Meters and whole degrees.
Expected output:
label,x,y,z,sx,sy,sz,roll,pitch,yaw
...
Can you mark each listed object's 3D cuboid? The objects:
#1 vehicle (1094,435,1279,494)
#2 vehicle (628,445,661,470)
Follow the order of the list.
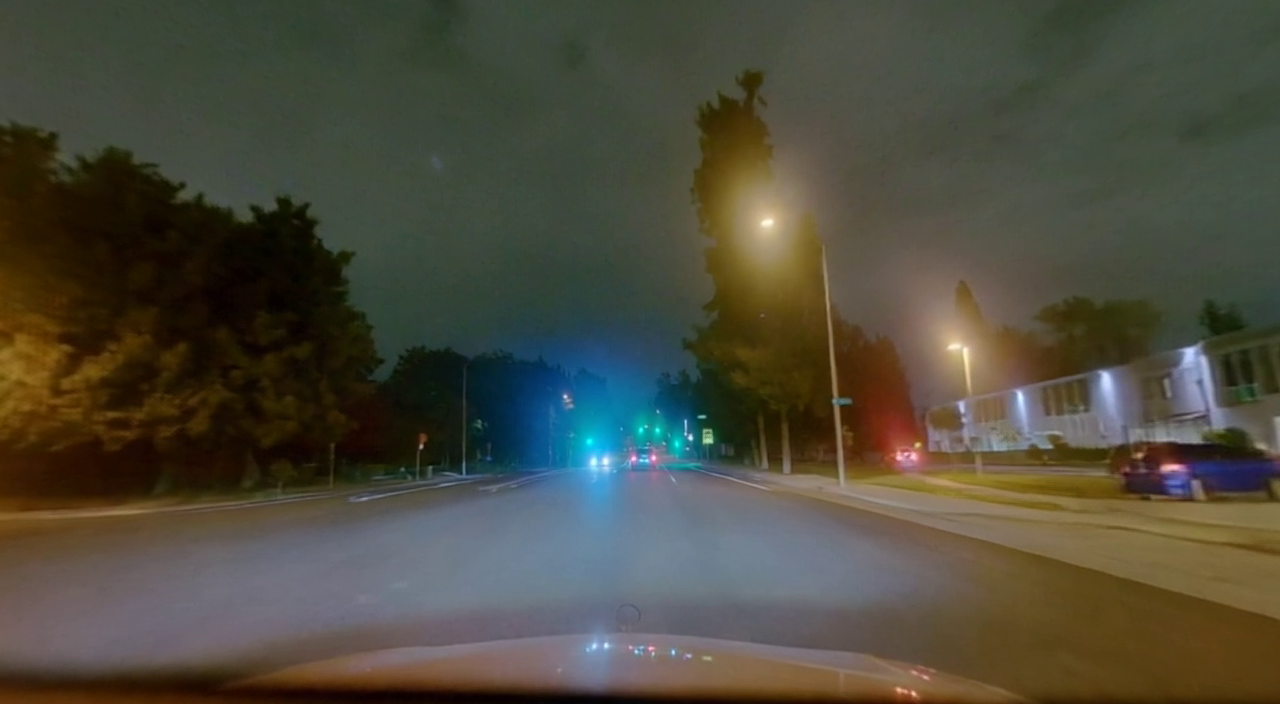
label,x,y,z,sx,sy,sz,roll,pitch,yaw
vehicle,15.411,2.993,16.938,4.824,1.462,1.974,0,-9,0
vehicle,0.335,7.383,44.396,2.200,1.653,4.127,0,-8,1
